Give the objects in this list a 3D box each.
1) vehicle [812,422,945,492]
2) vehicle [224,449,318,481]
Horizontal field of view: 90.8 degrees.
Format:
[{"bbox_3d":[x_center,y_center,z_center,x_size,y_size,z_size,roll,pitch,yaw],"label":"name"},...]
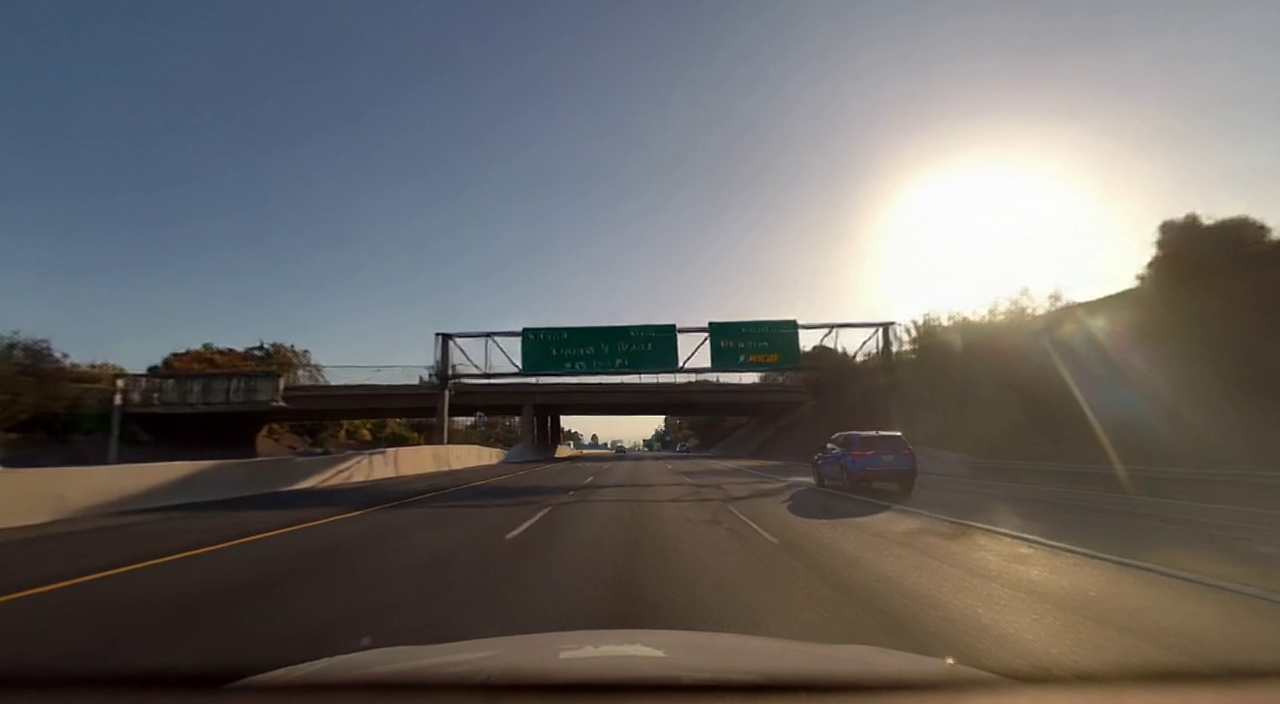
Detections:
[{"bbox_3d":[7.187,3.223,19.700,2.222,1.899,4.595,0,-8,-2],"label":"vehicle"},{"bbox_3d":[-18.356,5.623,31.709,1.989,1.471,4.517,0,-8,0],"label":"vehicle"}]
